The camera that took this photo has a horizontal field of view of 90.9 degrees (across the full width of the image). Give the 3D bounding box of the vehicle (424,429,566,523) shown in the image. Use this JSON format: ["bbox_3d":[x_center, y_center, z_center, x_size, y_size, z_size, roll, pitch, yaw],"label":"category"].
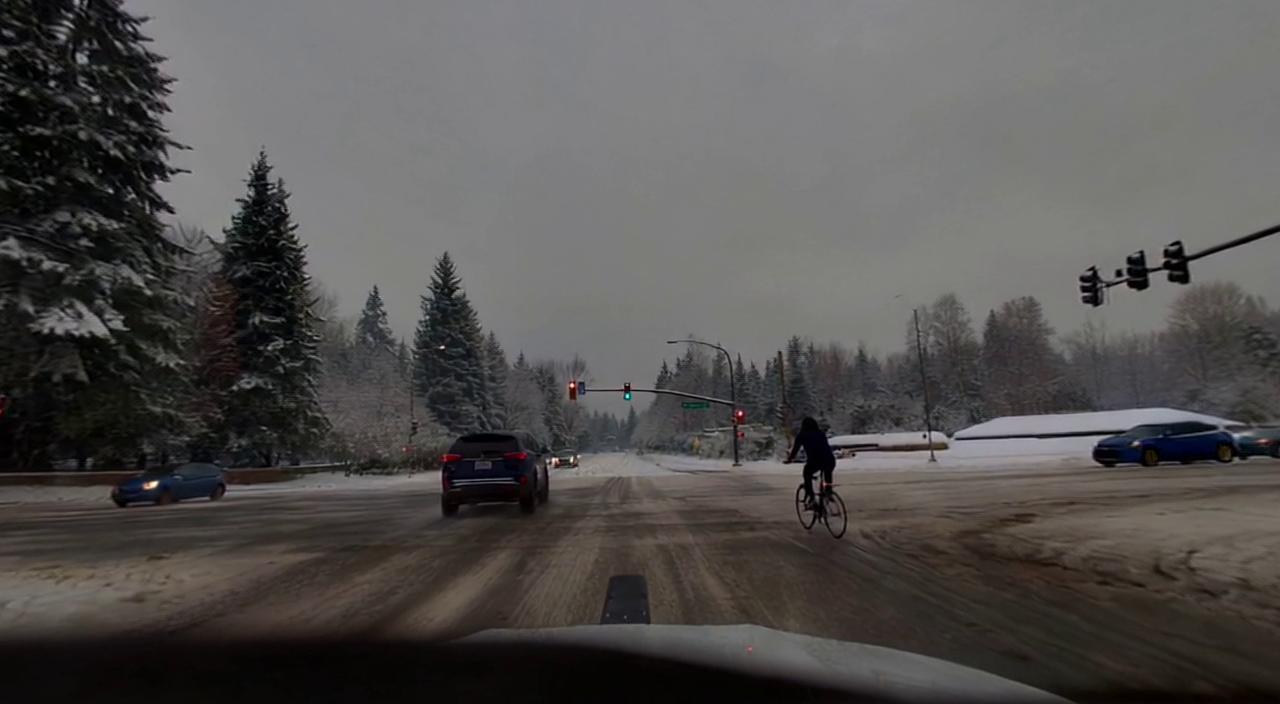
[{"bbox_3d":[-3.001,2.689,14.254,2.049,1.756,4.602,0,-9,1],"label":"vehicle"}]

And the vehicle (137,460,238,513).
[{"bbox_3d":[-15.032,4.411,21.215,2.171,1.474,4.513,5,-10,-29],"label":"vehicle"}]

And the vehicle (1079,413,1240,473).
[{"bbox_3d":[18.928,3.327,23.085,4.237,1.948,1.997,-1,-9,-8],"label":"vehicle"}]
